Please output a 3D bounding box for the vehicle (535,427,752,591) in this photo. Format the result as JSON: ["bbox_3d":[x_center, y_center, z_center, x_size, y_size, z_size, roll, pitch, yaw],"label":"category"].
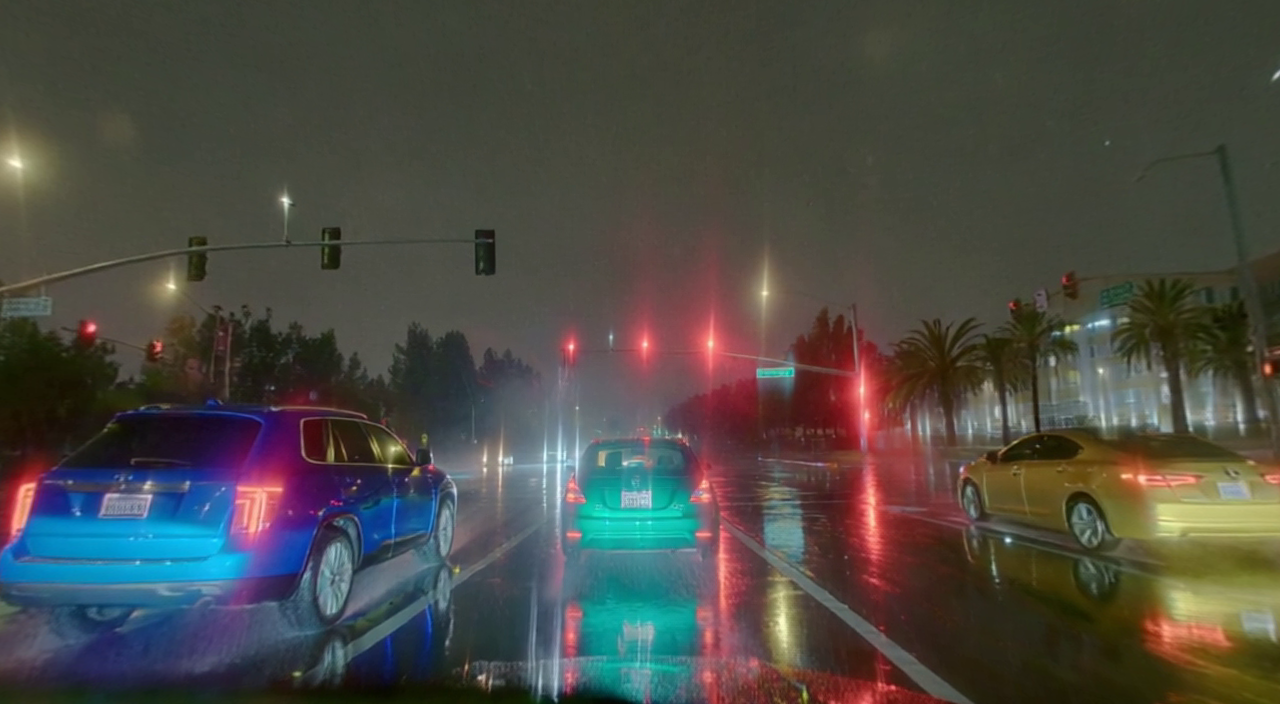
[{"bbox_3d":[-0.002,1.707,7.719,1.942,1.445,3.973,0,-8,-1],"label":"vehicle"}]

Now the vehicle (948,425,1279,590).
[{"bbox_3d":[6.088,1.760,8.100,1.970,1.489,4.482,0,-8,-1],"label":"vehicle"}]

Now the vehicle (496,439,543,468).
[{"bbox_3d":[-7.943,6.706,42.036,2.130,1.810,4.450,-2,-8,1],"label":"vehicle"}]

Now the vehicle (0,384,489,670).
[{"bbox_3d":[-3.104,1.369,6.071,2.051,1.682,4.467,0,-8,2],"label":"vehicle"}]
